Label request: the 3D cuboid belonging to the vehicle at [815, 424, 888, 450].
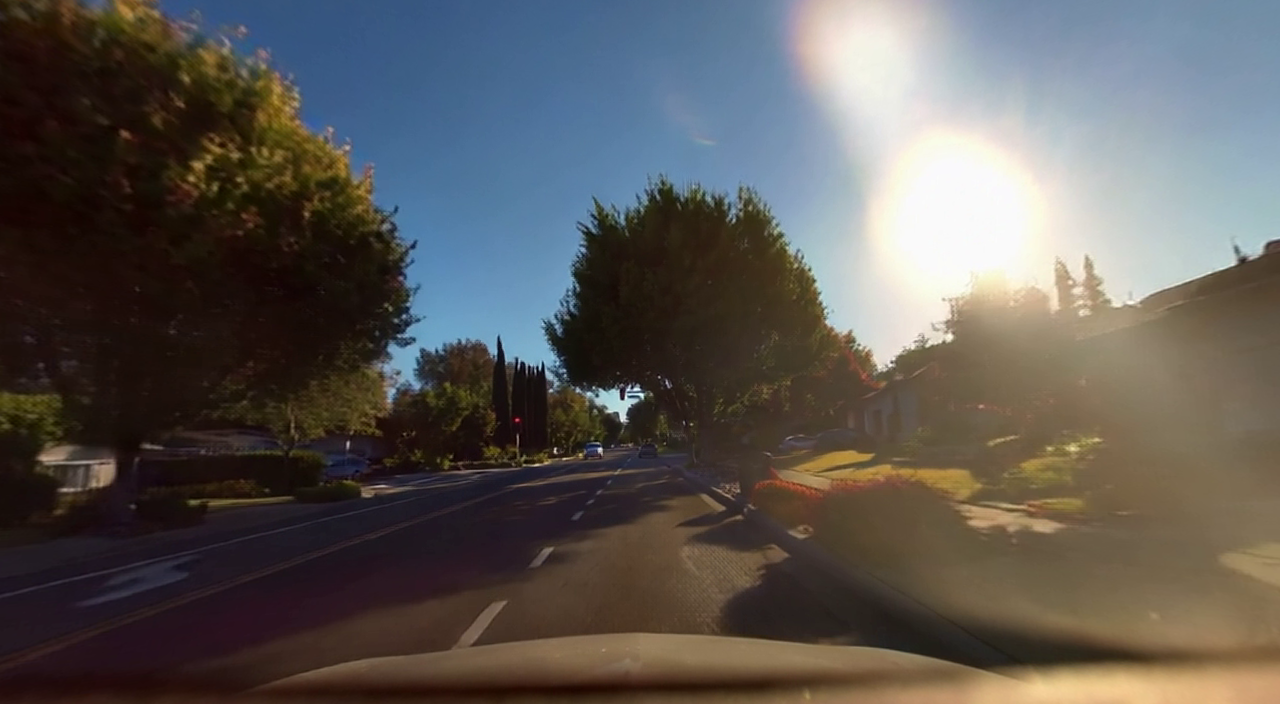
[{"bbox_3d":[14.508,5.868,43.222,4.319,1.700,2.034,0,-8,1],"label":"vehicle"}]
